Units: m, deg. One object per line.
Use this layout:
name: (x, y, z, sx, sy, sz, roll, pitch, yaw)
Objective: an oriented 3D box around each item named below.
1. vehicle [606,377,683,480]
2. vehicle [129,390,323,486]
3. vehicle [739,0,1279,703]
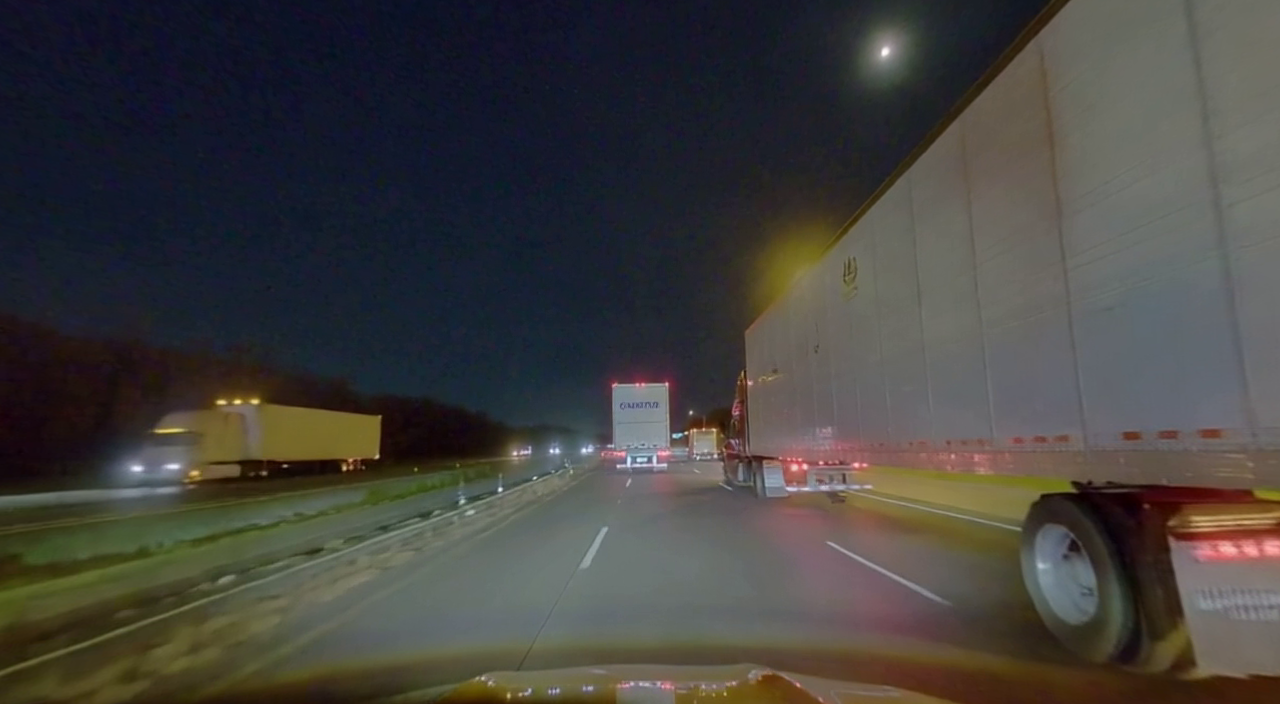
vehicle: (0.141, 3.590, 28.562, 2.864, 3.805, 9.709, 0, -9, 0)
vehicle: (-20.299, 4.443, 32.189, 2.941, 4.110, 10.247, 0, -9, -1)
vehicle: (4.108, 0.470, 8.494, 3.044, 4.128, 14.482, 0, -9, -1)
